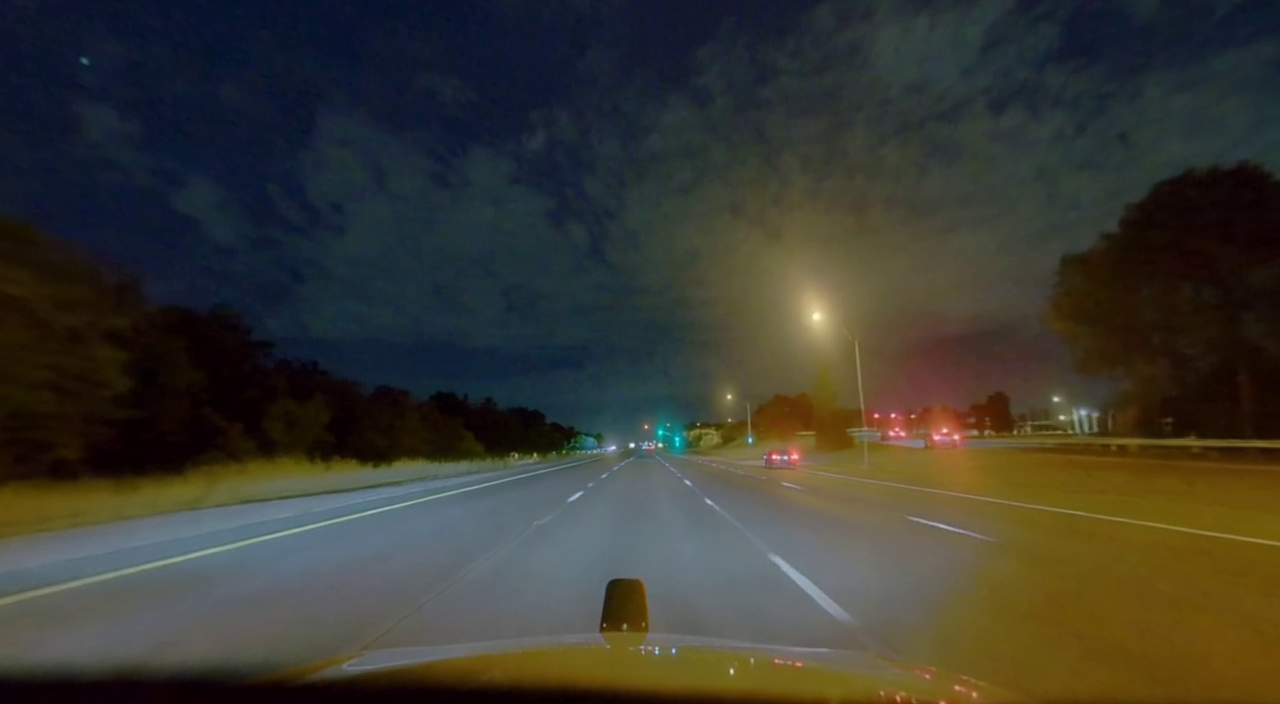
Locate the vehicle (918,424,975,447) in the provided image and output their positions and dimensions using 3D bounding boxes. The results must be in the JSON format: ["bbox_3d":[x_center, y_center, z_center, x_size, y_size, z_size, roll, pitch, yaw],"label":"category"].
[{"bbox_3d":[23.761,6.512,49.017,2.235,1.713,4.397,0,-8,1],"label":"vehicle"}]
